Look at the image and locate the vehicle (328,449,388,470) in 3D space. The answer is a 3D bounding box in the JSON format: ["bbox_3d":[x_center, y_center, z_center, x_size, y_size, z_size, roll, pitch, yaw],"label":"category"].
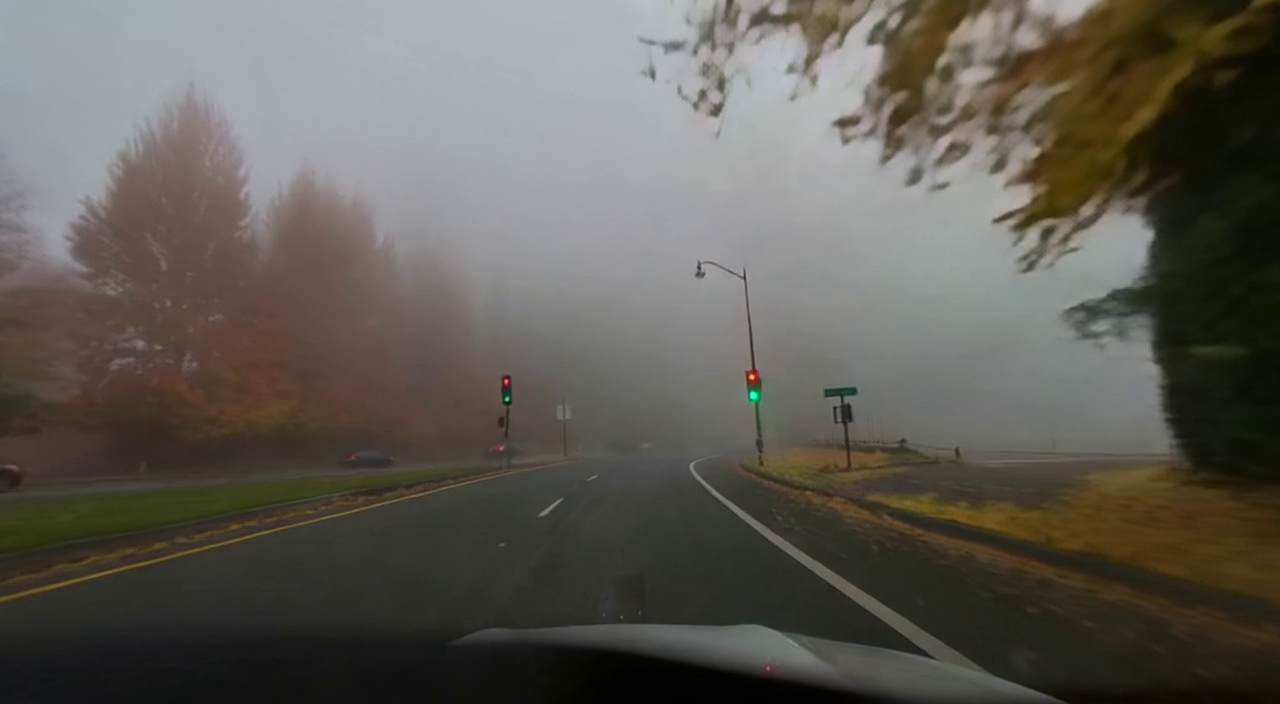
[{"bbox_3d":[-22.160,8.457,49.637,1.865,1.518,4.231,-3,-9,20],"label":"vehicle"}]
